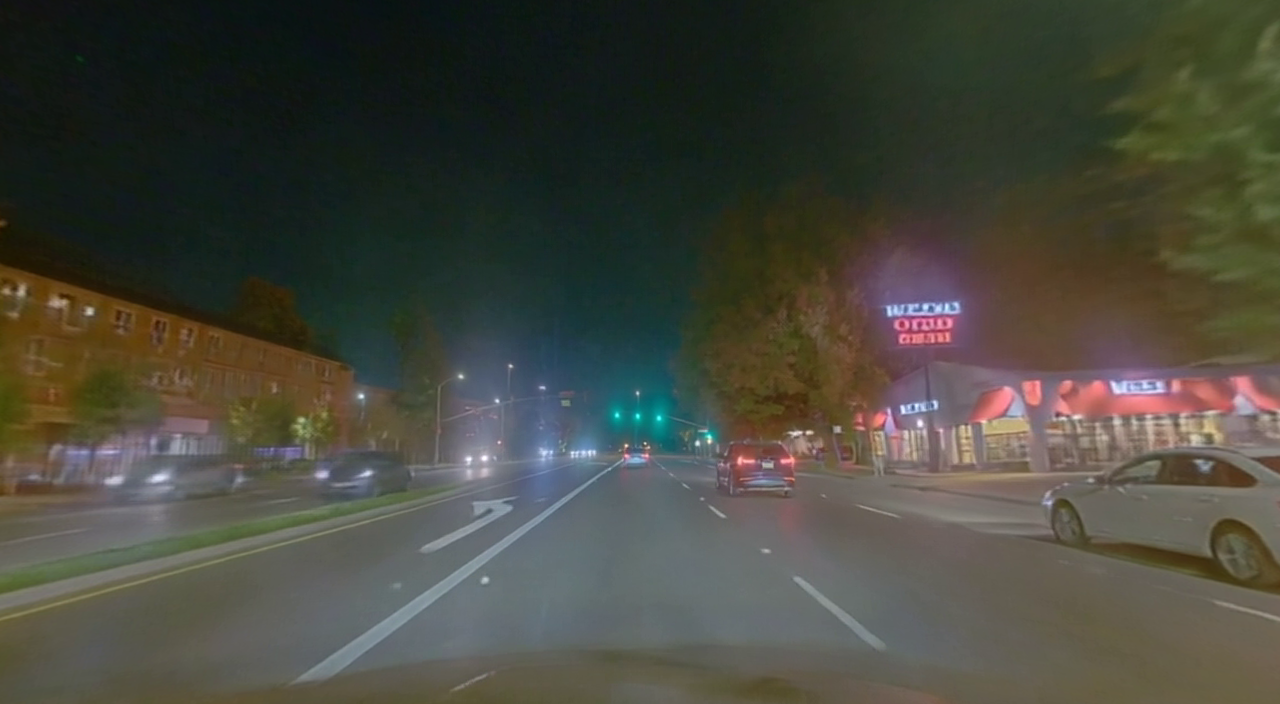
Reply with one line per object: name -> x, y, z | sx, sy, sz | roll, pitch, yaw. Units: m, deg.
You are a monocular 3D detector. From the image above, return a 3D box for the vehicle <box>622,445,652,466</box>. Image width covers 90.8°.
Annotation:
vehicle -> -0.212, 7.520, 46.007 | 2.052, 1.461, 4.324 | 0, -8, 0

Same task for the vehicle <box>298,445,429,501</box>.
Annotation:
vehicle -> -8.262, 3.616, 19.415 | 2.039, 1.487, 4.437 | 0, -8, 0

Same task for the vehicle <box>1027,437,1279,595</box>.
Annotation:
vehicle -> 6.887, 1.724, 7.269 | 1.952, 1.449, 4.544 | 0, -8, 0

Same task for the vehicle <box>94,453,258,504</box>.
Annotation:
vehicle -> -15.885, 4.316, 22.043 | 2.096, 1.512, 4.755 | 0, -8, 1

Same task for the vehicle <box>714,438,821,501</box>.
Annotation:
vehicle -> 3.469, 3.288, 18.168 | 2.072, 1.545, 4.578 | 0, -8, -1
